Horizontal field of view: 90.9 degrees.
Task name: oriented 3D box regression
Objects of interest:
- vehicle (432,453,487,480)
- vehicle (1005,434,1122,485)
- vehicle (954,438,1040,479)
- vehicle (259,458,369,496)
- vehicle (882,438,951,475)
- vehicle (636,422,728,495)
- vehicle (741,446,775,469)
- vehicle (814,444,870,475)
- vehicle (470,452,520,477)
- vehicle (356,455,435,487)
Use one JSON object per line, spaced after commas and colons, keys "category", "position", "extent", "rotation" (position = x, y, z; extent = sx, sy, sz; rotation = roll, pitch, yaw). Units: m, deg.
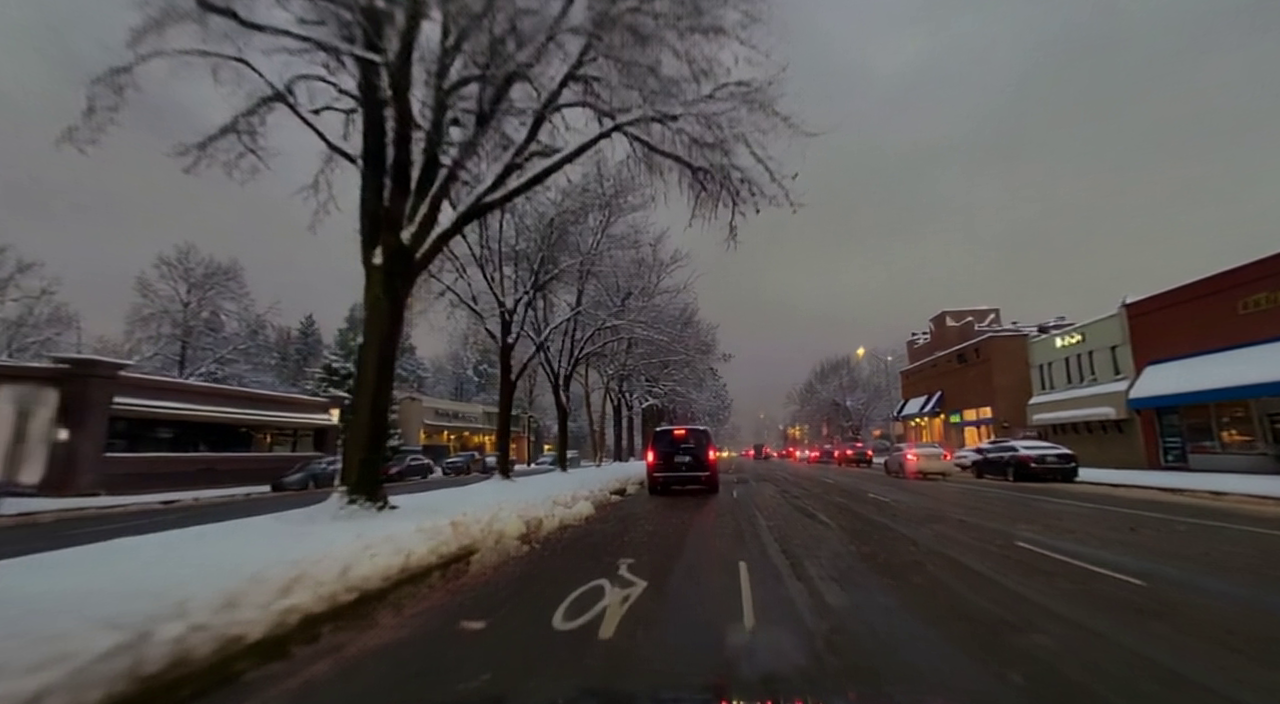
{"category": "vehicle", "position": [-11.520, 7.336, 40.533], "extent": [1.947, 1.558, 4.065], "rotation": [-1, -8, 6]}
{"category": "vehicle", "position": [16.019, 4.078, 24.162], "extent": [2.076, 1.759, 3.970], "rotation": [-1, -8, 8]}
{"category": "vehicle", "position": [16.651, 4.944, 29.684], "extent": [1.938, 1.755, 4.415], "rotation": [-1, -8, 8]}
{"category": "vehicle", "position": [-13.542, 5.186, 26.513], "extent": [1.797, 1.351, 4.300], "rotation": [-2, -8, 9]}
{"category": "vehicle", "position": [14.094, 5.331, 32.416], "extent": [2.040, 1.738, 4.414], "rotation": [-1, -8, 7]}
{"category": "vehicle", "position": [1.404, 3.137, 18.914], "extent": [2.344, 1.863, 4.665], "rotation": [-1, -8, 8]}
{"category": "vehicle", "position": [8.915, 7.961, 47.859], "extent": [2.249, 1.621, 3.978], "rotation": [-1, -8, 7]}
{"category": "vehicle", "position": [10.256, 5.442, 32.319], "extent": [1.886, 1.464, 4.290], "rotation": [-1, -8, 7]}
{"category": "vehicle", "position": [-10.541, 8.202, 46.172], "extent": [1.921, 1.621, 4.930], "rotation": [-1, -8, 7]}
{"category": "vehicle", "position": [-12.521, 6.113, 32.621], "extent": [1.877, 1.445, 4.436], "rotation": [-1, -8, 7]}
